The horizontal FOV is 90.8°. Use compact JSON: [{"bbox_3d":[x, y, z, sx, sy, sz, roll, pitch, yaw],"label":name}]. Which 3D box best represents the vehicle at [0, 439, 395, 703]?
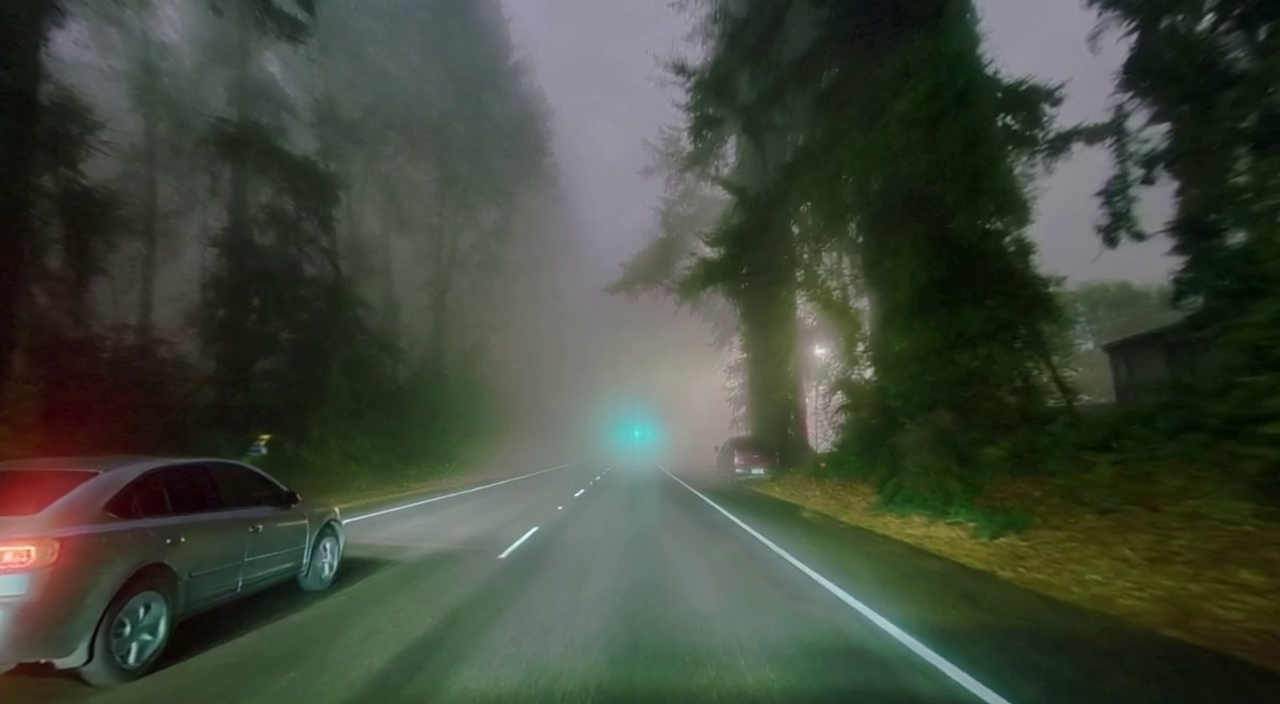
[{"bbox_3d":[-3.889,1.485,5.333,1.946,1.437,4.154,0,-8,0],"label":"vehicle"}]

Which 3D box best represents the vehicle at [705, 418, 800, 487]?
[{"bbox_3d":[4.343,4.082,25.952,2.554,2.388,6.973,0,-8,0],"label":"vehicle"}]

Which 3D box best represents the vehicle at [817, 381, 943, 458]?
[{"bbox_3d":[13.637,4.243,37.563,2.862,3.816,12.219,0,-8,1],"label":"vehicle"}]

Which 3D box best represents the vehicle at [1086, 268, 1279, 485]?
[{"bbox_3d":[13.416,0.011,9.865,2.952,3.965,13.114,-5,-10,-1],"label":"vehicle"}]
